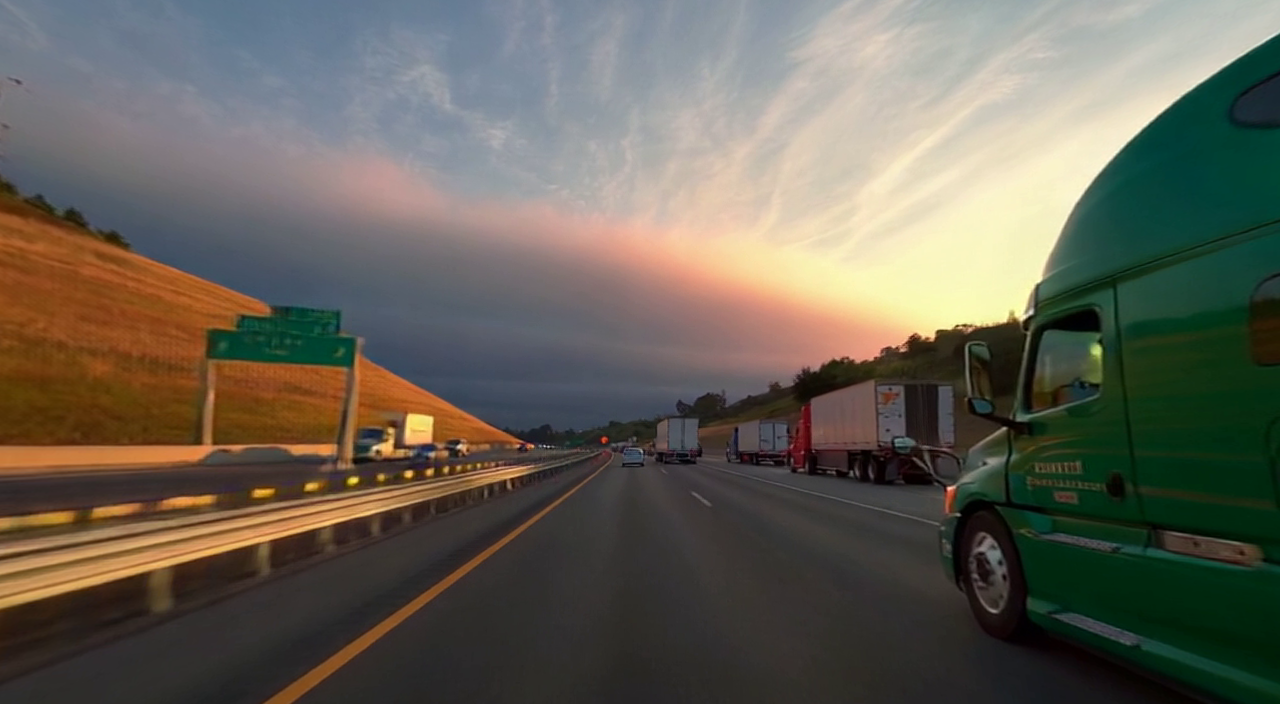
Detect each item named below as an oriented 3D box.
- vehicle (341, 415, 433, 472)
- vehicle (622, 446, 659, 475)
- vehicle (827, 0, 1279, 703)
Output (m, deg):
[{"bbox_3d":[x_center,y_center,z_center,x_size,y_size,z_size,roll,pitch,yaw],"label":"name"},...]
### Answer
[{"bbox_3d":[-12.720,4.697,32.281,2.278,2.621,5.863,0,-9,-1],"label":"vehicle"},{"bbox_3d":[-0.012,5.885,34.369,1.927,1.437,3.794,0,-9,-1],"label":"vehicle"},{"bbox_3d":[3.662,0.052,3.999,2.990,3.934,6.180,0,-9,0],"label":"vehicle"}]
